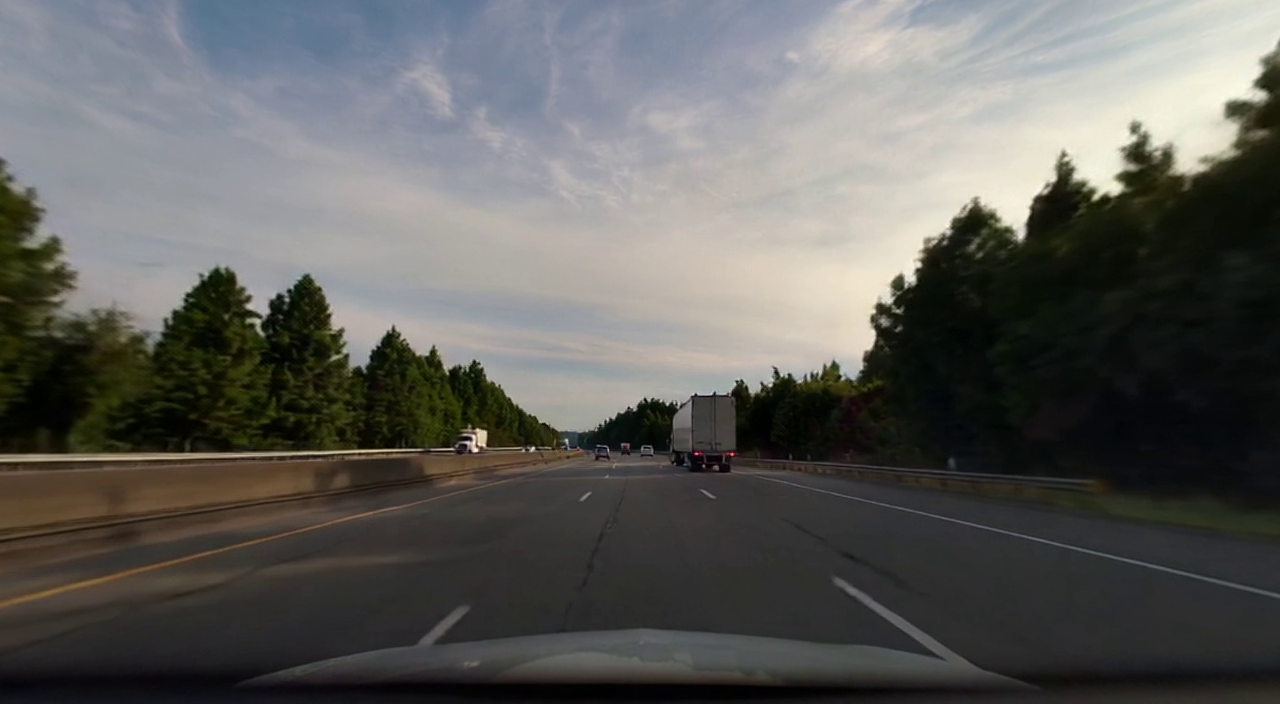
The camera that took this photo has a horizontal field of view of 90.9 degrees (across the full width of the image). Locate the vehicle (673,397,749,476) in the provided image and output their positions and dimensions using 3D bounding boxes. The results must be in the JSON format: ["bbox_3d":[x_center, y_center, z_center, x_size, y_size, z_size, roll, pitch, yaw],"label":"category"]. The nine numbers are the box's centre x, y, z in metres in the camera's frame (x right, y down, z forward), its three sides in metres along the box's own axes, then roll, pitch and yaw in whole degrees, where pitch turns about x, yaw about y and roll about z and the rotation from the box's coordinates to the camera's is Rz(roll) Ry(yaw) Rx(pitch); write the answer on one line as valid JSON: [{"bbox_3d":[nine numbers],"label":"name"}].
[{"bbox_3d":[3.991,5.353,38.920,2.950,4.033,13.276,0,-9,-1],"label":"vehicle"}]
